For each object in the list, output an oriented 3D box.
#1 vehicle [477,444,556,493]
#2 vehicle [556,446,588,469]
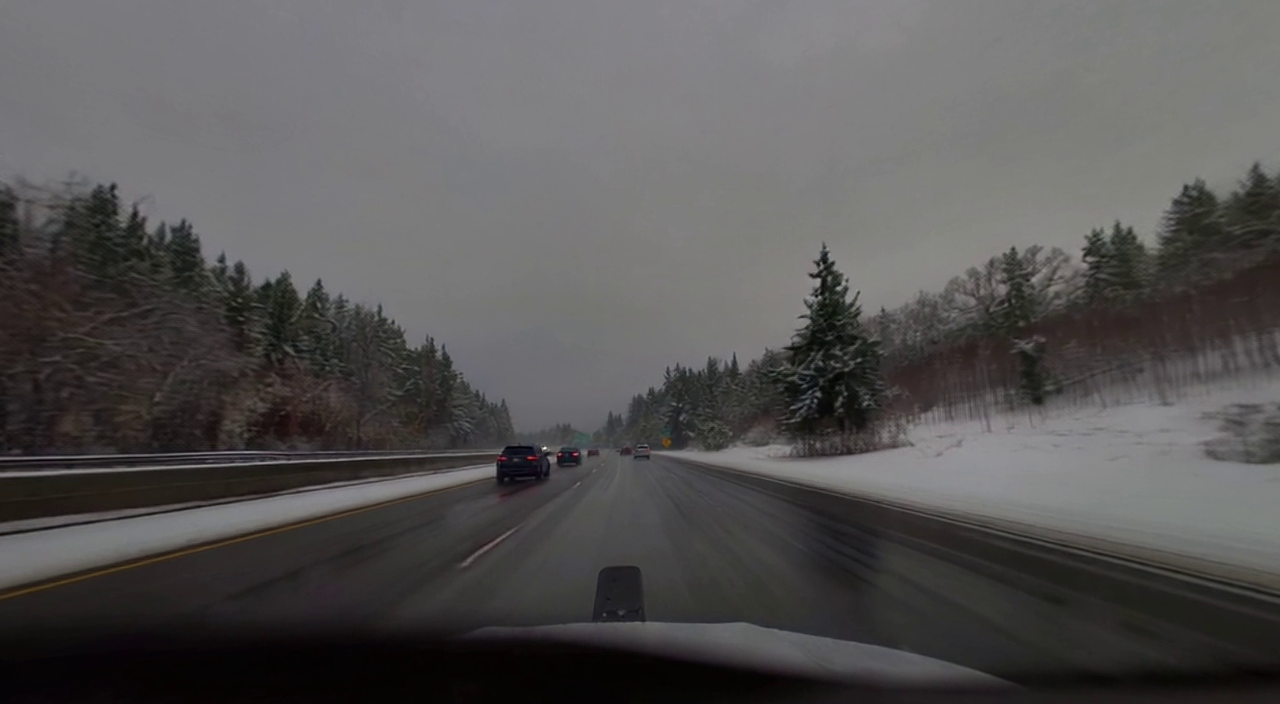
[{"bbox_3d":[-4.109,3.909,21.616,1.897,1.481,3.859,0,-8,0],"label":"vehicle"},{"bbox_3d":[-4.736,7.392,44.544,1.838,1.508,4.317,0,-8,0],"label":"vehicle"}]
